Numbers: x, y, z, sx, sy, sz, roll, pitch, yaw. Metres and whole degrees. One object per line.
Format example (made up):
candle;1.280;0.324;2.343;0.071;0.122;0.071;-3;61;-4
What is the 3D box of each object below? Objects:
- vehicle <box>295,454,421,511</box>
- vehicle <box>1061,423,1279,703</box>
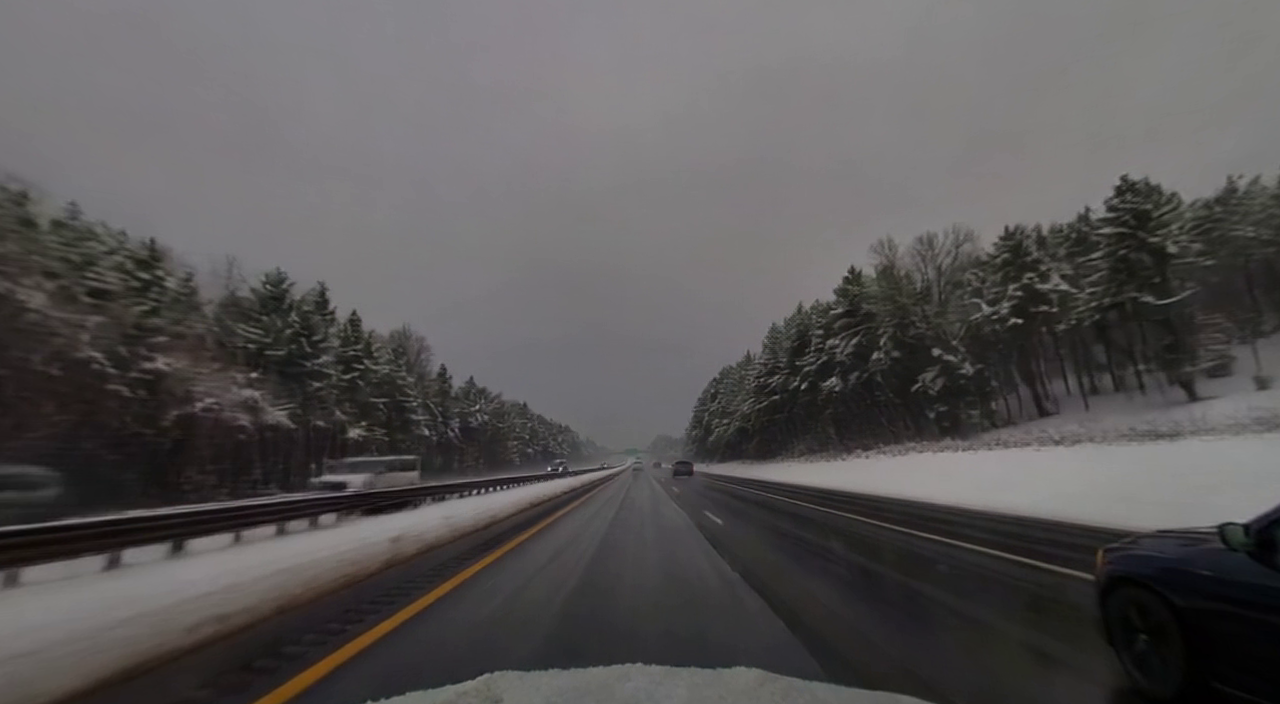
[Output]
vehicle;-8.140;3.802;18.591;1.916;1.457;3.642;1;-10;1
vehicle;3.645;0.952;2.024;1.825;1.494;3.959;1;-10;0
